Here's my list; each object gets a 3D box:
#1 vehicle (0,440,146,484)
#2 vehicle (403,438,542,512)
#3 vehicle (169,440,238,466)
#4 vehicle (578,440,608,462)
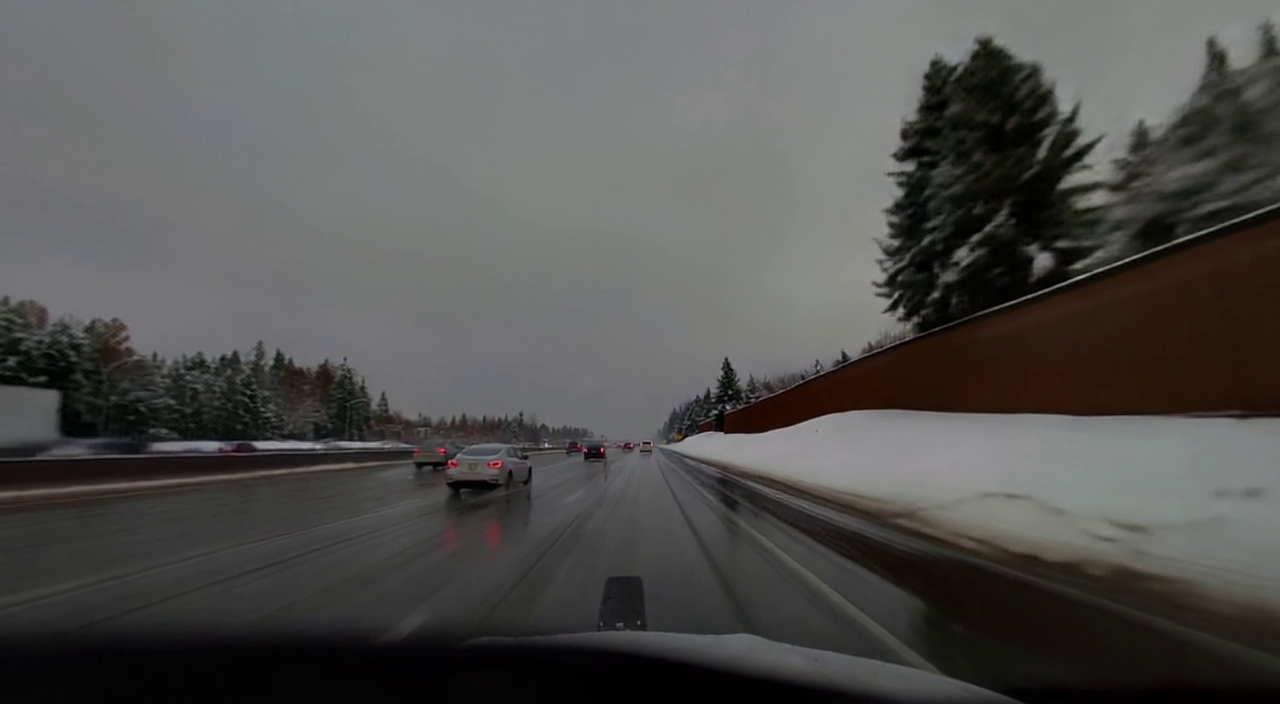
[{"bbox_3d":[-21.260,4.051,23.528,1.861,1.461,4.431,0,-8,0],"label":"vehicle"},{"bbox_3d":[-3.777,2.843,15.182,1.945,1.484,4.803,0,-8,1],"label":"vehicle"},{"bbox_3d":[-27.742,6.412,40.041,1.399,1.579,4.043,0,-8,1],"label":"vehicle"},{"bbox_3d":[-3.650,7.792,49.668,2.036,1.636,4.511,0,-8,1],"label":"vehicle"}]
